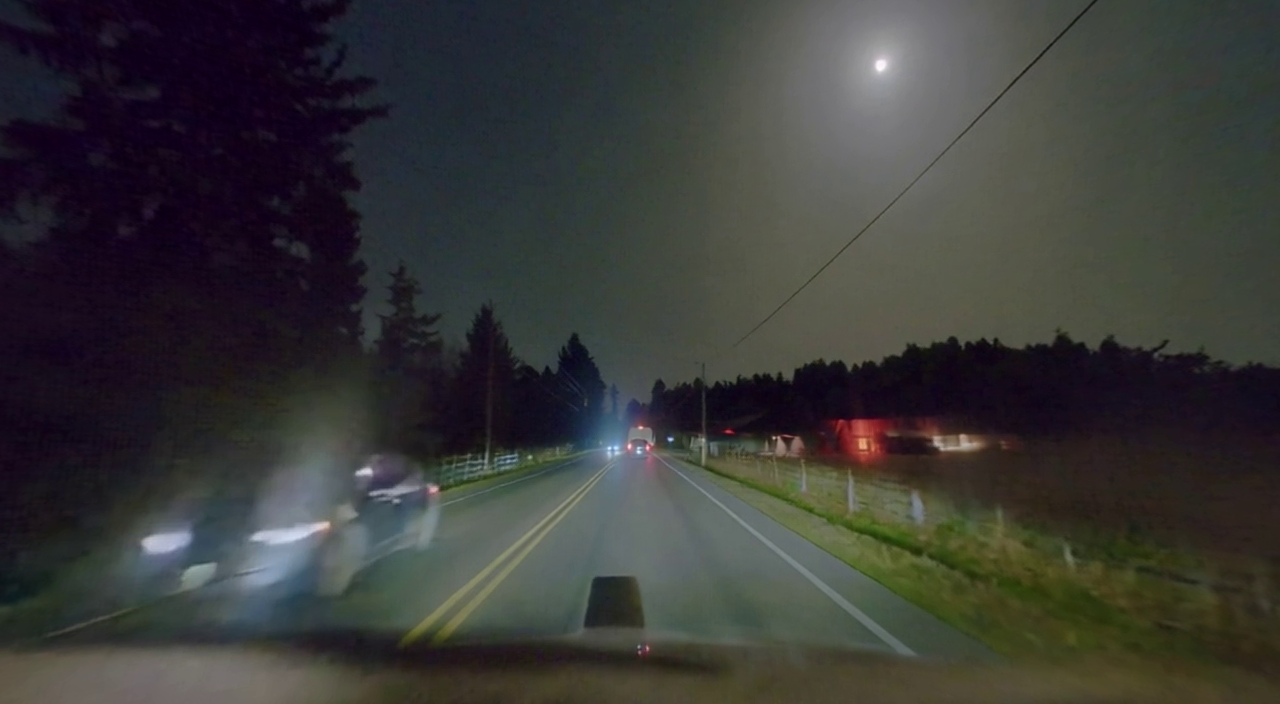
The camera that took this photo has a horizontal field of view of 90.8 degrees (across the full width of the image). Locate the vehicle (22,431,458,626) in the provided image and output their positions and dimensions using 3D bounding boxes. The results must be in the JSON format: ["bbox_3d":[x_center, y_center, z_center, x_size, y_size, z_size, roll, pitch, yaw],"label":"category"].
[{"bbox_3d":[-3.780,1.716,7.237,2.021,1.491,4.519,0,-8,0],"label":"vehicle"}]
